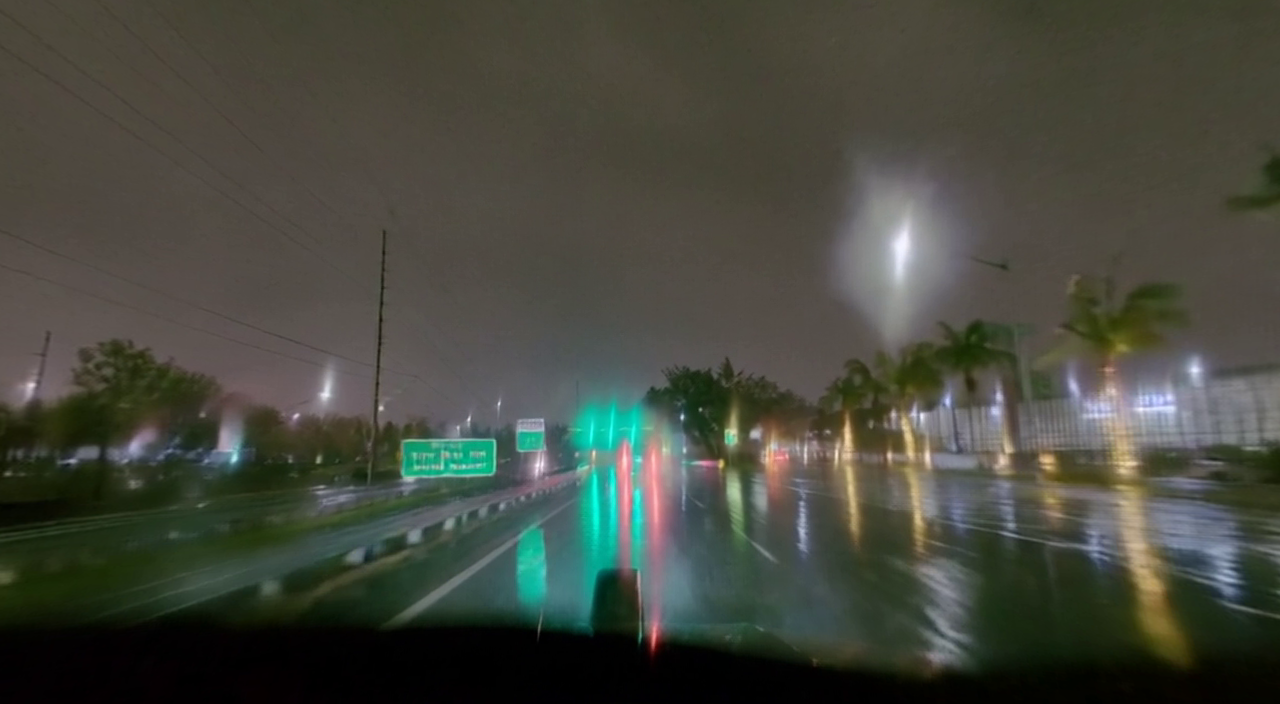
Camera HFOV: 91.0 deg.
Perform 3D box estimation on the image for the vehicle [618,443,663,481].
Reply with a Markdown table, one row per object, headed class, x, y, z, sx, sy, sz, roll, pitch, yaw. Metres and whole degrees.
| class | x | y | z | sx | sy | sz | roll | pitch | yaw |
| --- | --- | --- | --- | --- | --- | --- | --- | --- | --- |
| vehicle | -0.026 | 5.495 | 31.719 | 2.089 | 1.718 | 4.193 | 0 | -9 | -1 |
